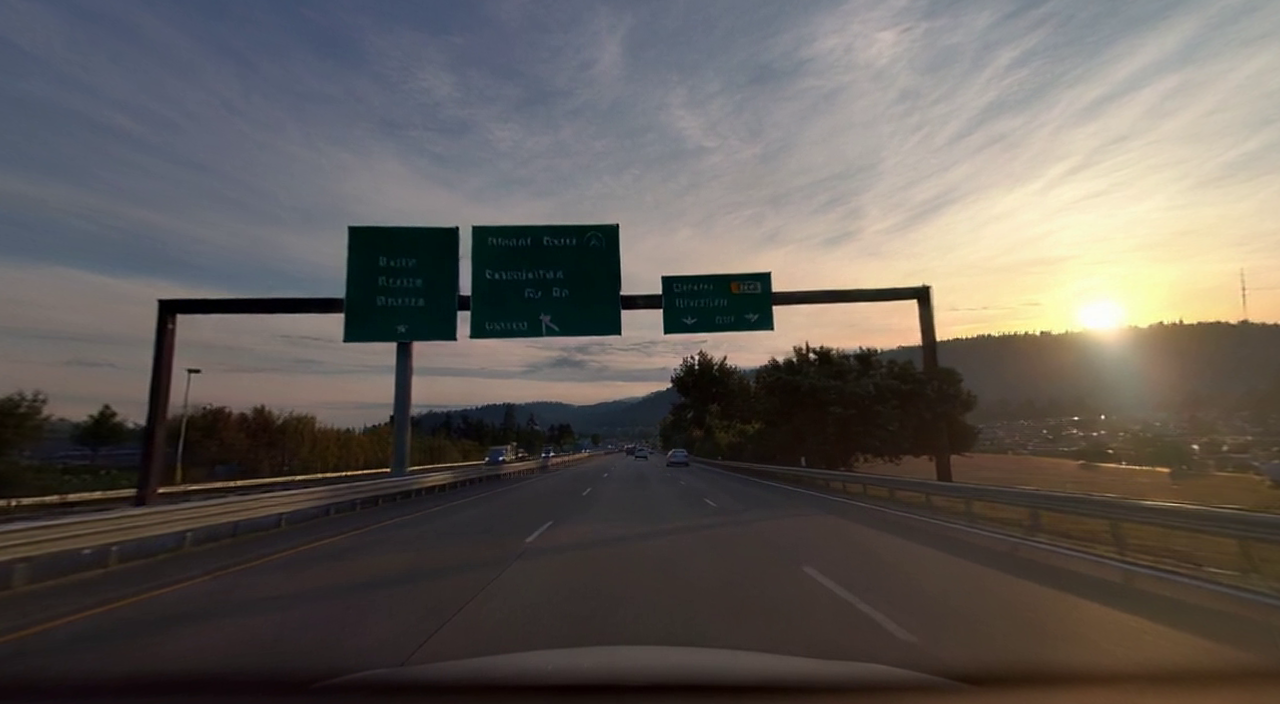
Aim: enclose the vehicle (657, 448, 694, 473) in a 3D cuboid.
[{"bbox_3d":[2.169,6.724,39.235,2.036,1.457,3.471,0,-9,-1],"label":"vehicle"}]
